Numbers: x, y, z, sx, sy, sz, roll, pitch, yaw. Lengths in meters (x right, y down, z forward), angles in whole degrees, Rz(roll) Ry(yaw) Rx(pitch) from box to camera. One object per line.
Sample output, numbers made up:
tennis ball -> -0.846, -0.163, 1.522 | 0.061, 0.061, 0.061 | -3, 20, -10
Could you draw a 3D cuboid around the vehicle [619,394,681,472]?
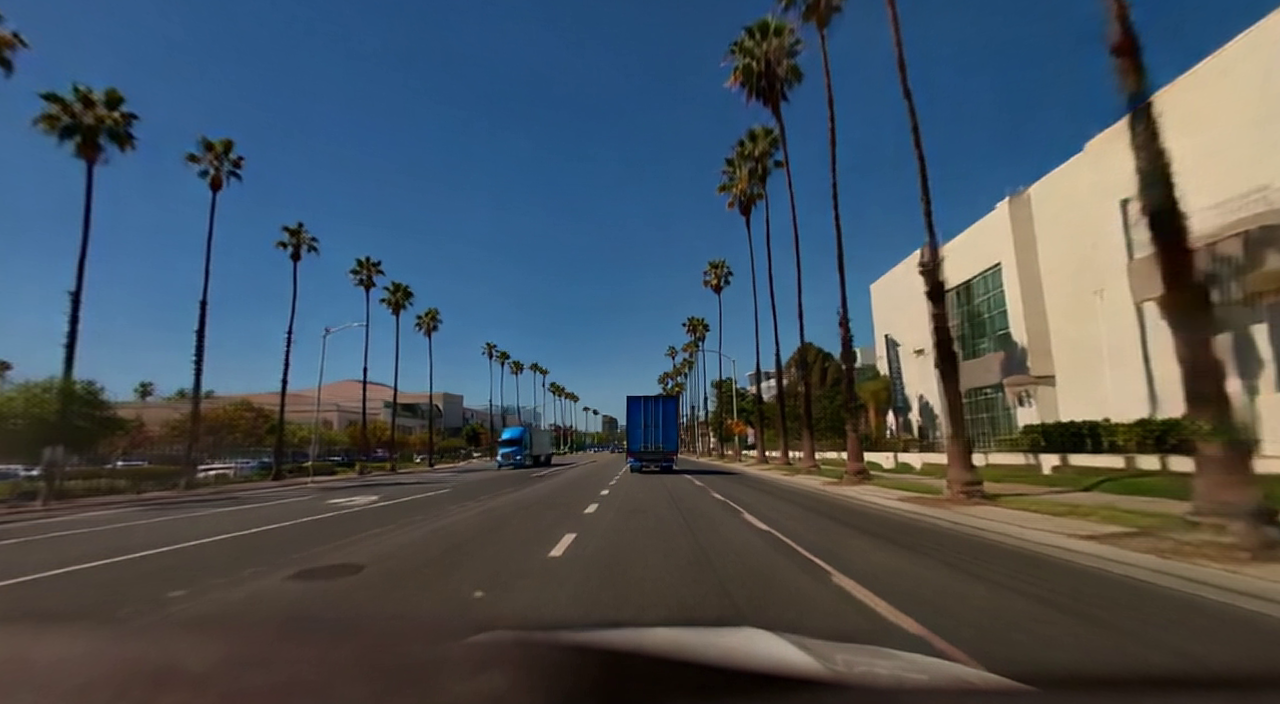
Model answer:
vehicle -> 0.324, 4.992, 37.723 | 2.992, 3.949, 11.815 | 0, -9, -2
